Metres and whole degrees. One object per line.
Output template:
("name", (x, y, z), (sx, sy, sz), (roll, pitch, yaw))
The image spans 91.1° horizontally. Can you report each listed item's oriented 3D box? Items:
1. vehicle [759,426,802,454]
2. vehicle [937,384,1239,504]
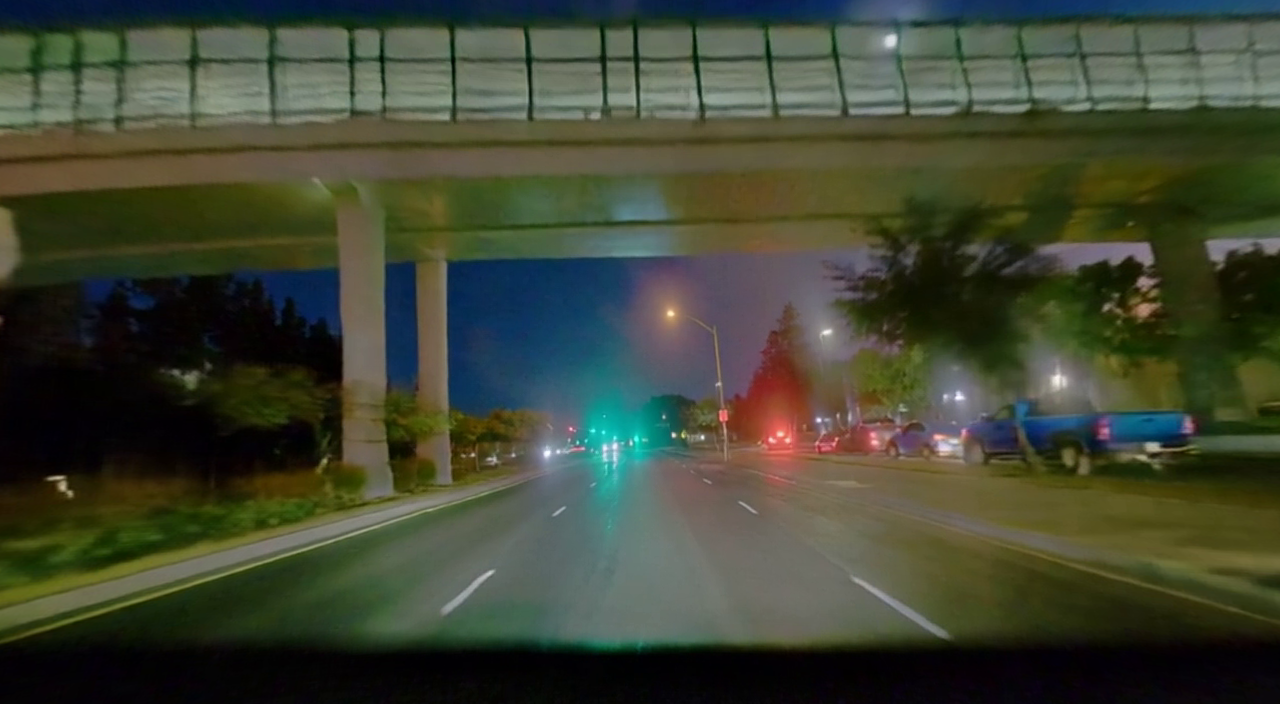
("vehicle", (11.091, 7.058, 49.988), (2.244, 1.866, 4.603), (-6, -9, 0))
("vehicle", (10.259, 2.267, 15.493), (2.445, 2.272, 6.461), (-1, -8, -2))
